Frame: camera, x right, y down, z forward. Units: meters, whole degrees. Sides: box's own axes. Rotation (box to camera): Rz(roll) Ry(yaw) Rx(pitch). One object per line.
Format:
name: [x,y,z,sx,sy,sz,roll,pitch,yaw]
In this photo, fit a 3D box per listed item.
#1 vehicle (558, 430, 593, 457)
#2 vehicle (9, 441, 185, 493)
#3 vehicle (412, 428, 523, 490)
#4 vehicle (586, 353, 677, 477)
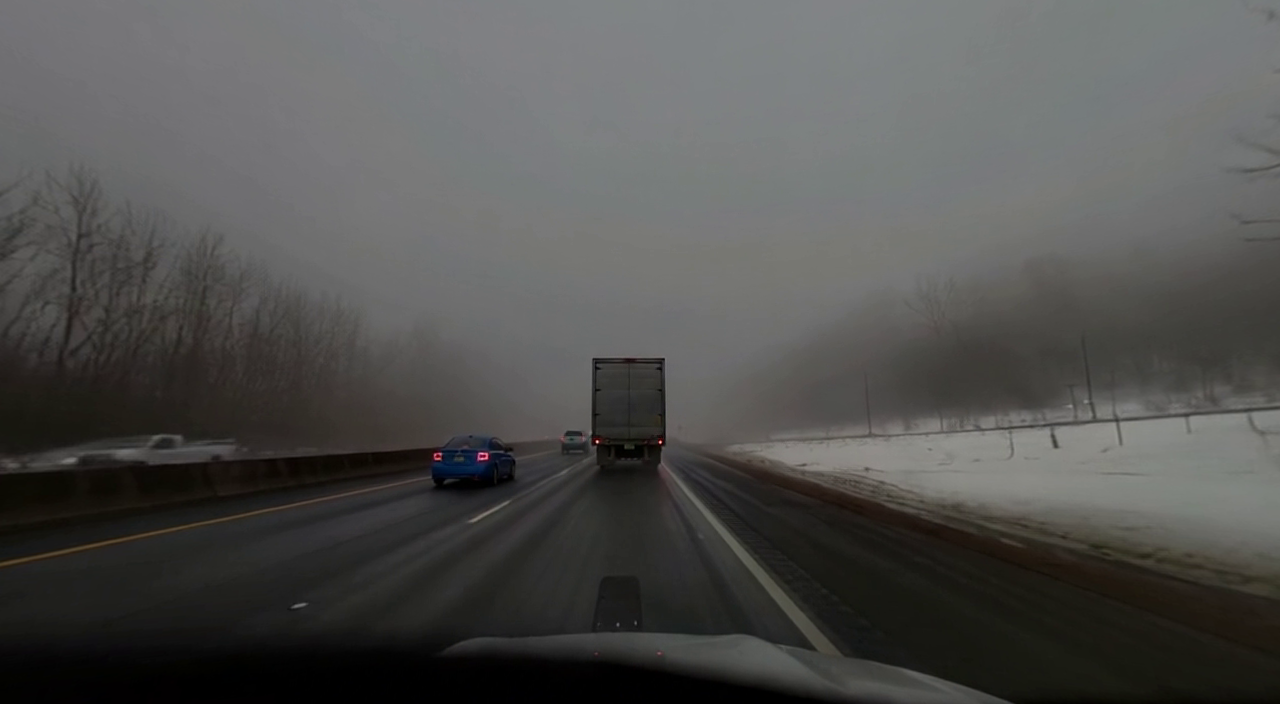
vehicle: [-4.542,6.505,44.896,2.019,1.834,4.644,0,-8,0]
vehicle: [-18.068,3.797,21.301,1.883,1.499,4.621,0,-8,0]
vehicle: [-4.772,3.007,18.122,1.931,1.539,4.441,0,-8,0]
vehicle: [-0.384,2.723,25.614,2.953,4.041,10.072,0,-8,-1]
